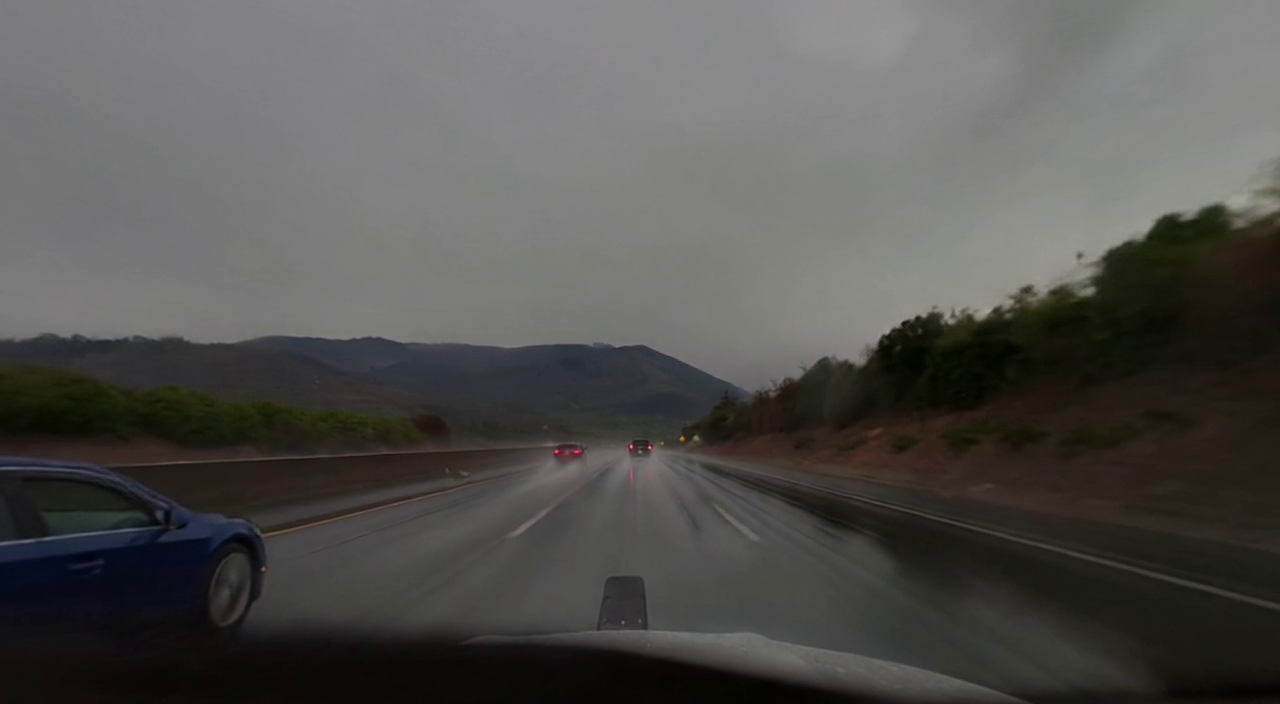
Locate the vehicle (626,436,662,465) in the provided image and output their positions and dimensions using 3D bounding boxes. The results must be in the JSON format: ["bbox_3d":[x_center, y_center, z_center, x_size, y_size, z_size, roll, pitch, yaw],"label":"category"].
[{"bbox_3d":[0.250,6.568,42.041,2.272,1.836,4.866,0,-8,0],"label":"vehicle"}]

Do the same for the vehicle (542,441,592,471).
[{"bbox_3d":[-3.790,5.473,33.372,2.082,1.485,4.237,0,-8,1],"label":"vehicle"}]
